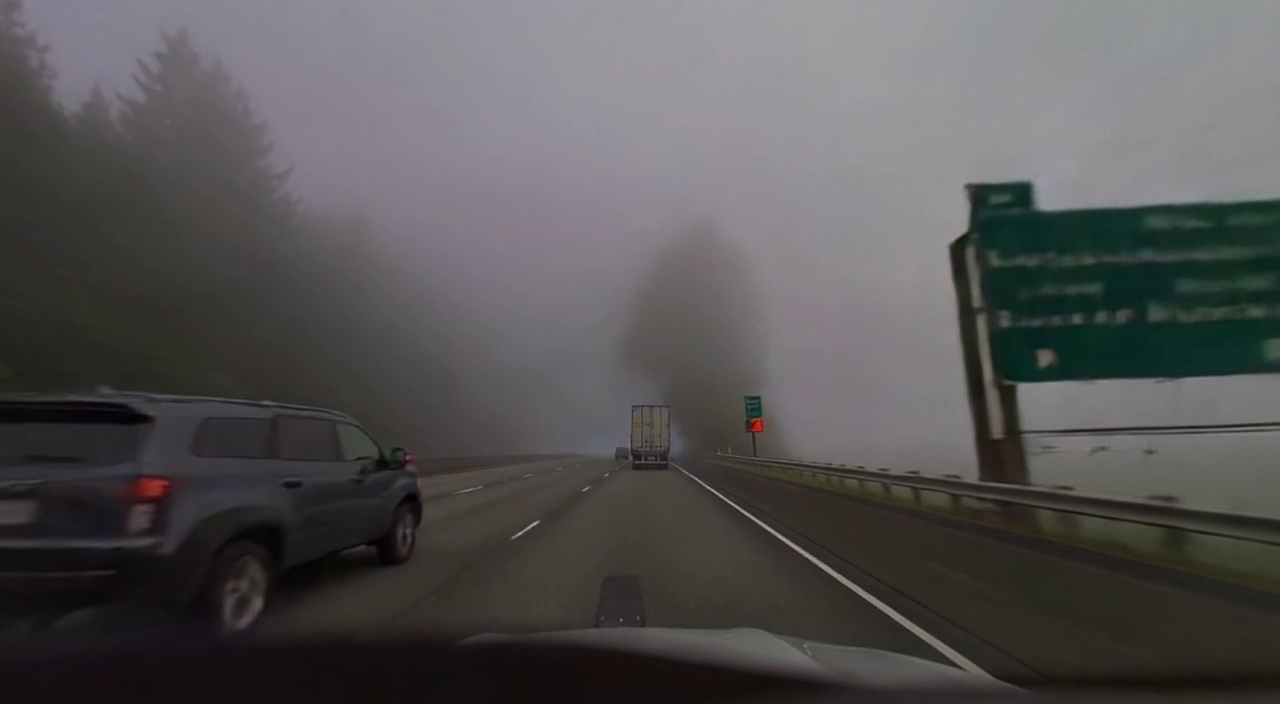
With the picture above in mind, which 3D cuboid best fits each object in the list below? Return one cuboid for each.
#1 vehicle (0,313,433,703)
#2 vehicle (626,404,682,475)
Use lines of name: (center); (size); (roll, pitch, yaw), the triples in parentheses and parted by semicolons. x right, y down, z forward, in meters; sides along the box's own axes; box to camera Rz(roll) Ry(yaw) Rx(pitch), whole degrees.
vehicle: (-3.724, 1.191, 5.242); (2.226, 1.933, 5.179); (0, -9, 0)
vehicle: (0.721, 5.657, 39.929); (2.976, 3.800, 12.335); (0, -9, 0)
